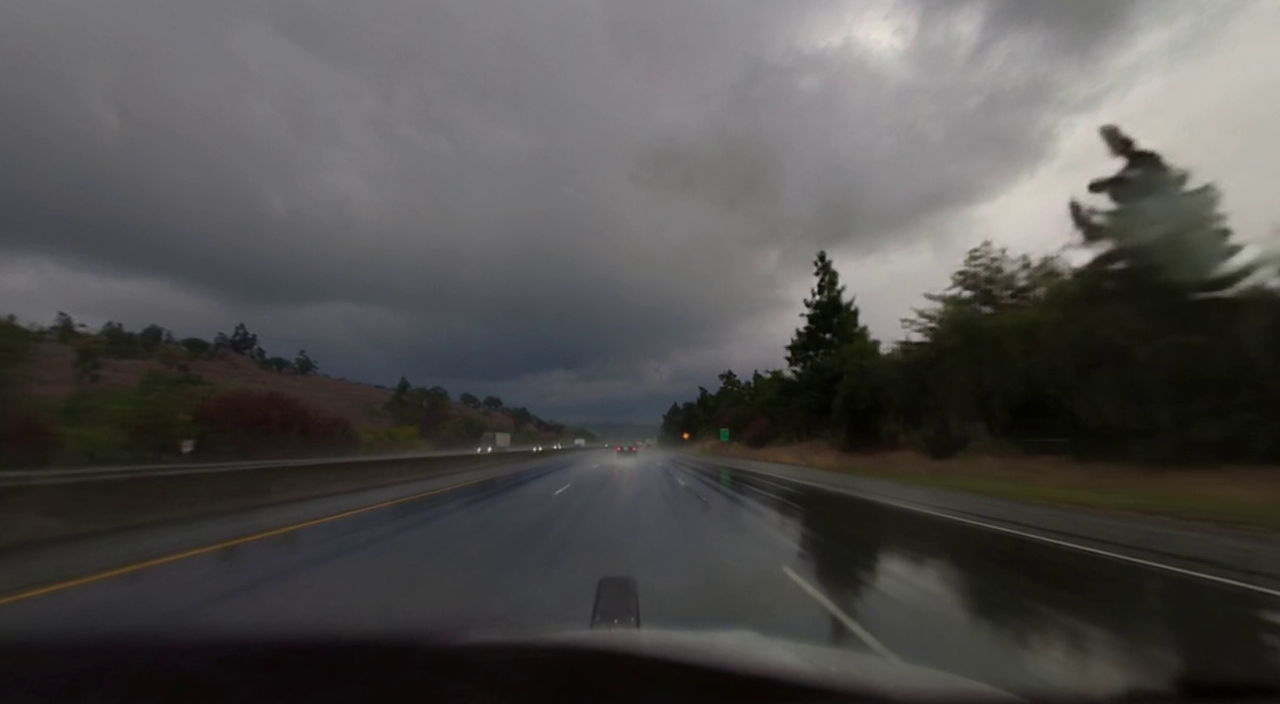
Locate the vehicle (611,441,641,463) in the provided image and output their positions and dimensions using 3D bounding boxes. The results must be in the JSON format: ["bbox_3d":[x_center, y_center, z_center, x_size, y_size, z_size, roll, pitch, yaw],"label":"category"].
[{"bbox_3d":[-1.075,7.729,48.660,2.158,1.562,4.373,0,-8,-1],"label":"vehicle"}]
